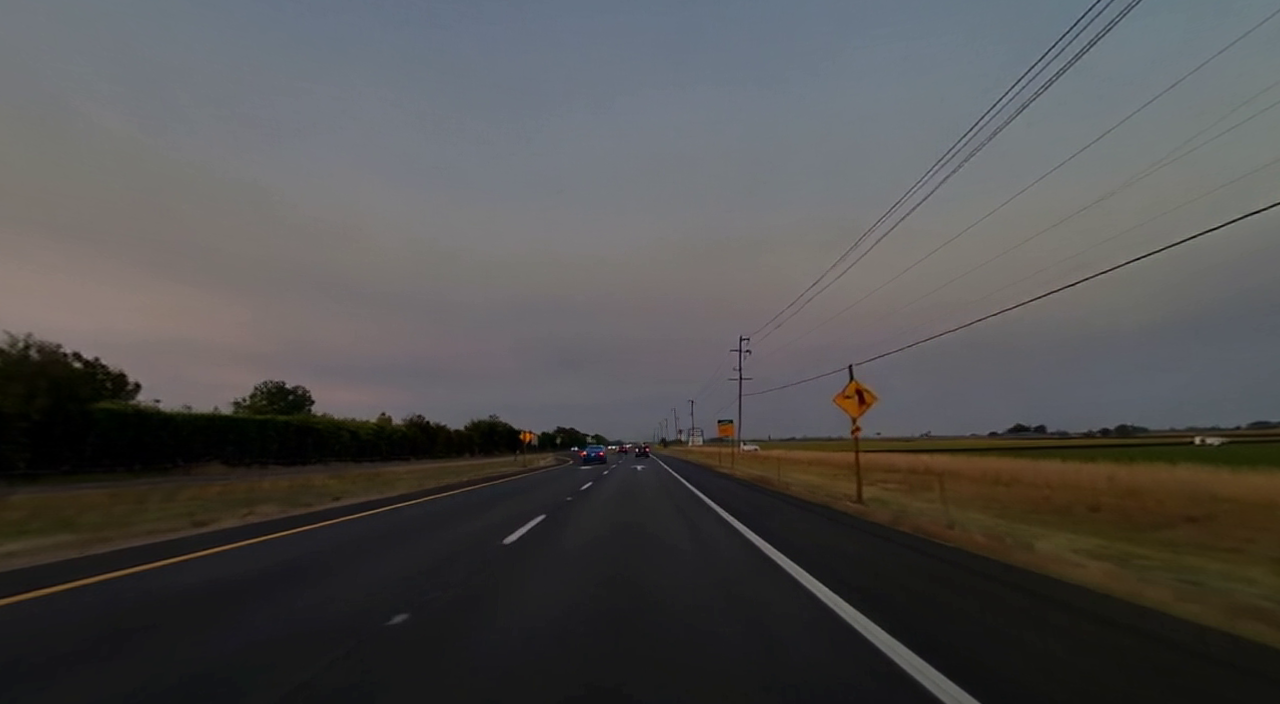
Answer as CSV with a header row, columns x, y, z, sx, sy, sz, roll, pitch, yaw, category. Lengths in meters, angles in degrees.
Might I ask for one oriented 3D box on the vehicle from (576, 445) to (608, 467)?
x,y,z,sx,sy,sz,roll,pitch,yaw,category
-3.612,7.946,48.259,2.120,1.597,4.810,0,-9,0,vehicle
